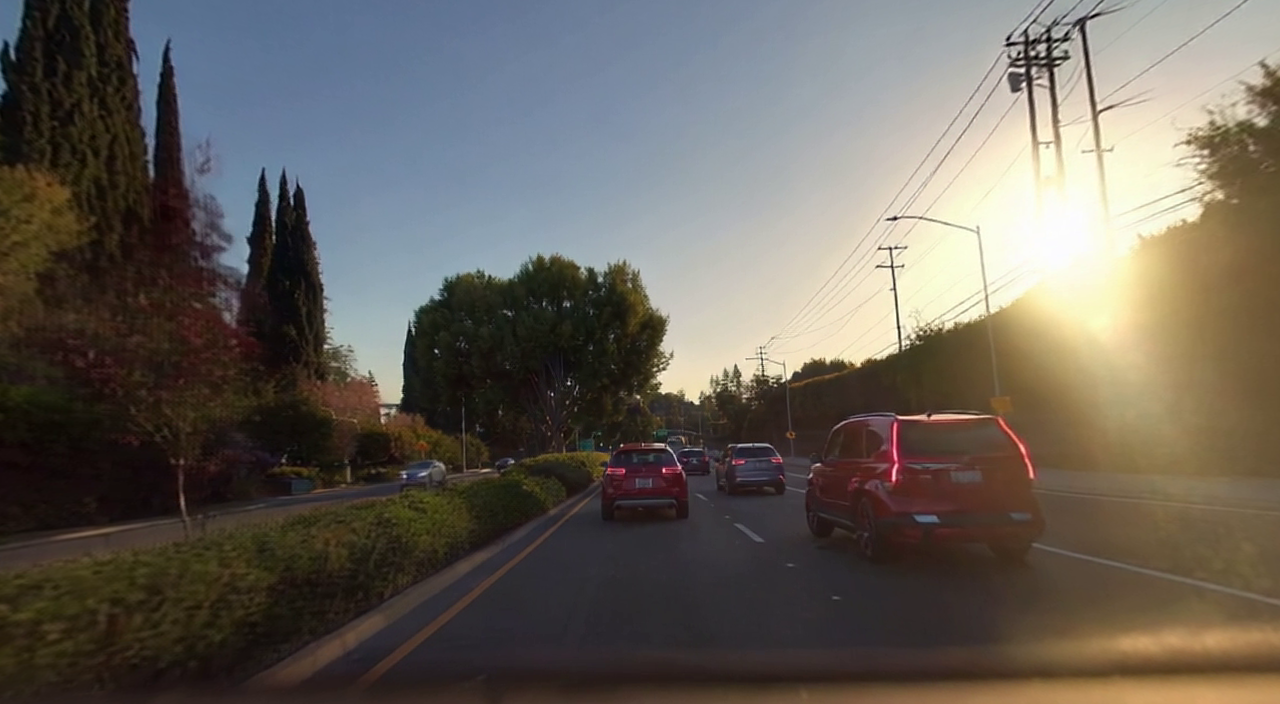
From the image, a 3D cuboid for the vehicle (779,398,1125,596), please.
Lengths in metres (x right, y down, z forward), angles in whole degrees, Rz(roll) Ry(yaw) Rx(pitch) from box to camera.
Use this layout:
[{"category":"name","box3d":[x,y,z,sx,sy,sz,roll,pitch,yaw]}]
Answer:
[{"category":"vehicle","box3d":[3.401,1.683,8.228,2.097,1.818,4.625,0,-8,0]}]

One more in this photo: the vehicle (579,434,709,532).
[{"category":"vehicle","box3d":[0.041,2.529,12.842,2.199,1.641,4.232,0,-8,-1]}]

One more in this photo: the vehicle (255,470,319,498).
[{"category":"vehicle","box3d":[-22.576,8.447,40.576,1.847,1.554,3.926,0,-8,0]}]

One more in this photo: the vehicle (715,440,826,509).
[{"category":"vehicle","box3d":[3.316,3.188,16.924,2.064,1.591,4.081,0,-8,0]}]

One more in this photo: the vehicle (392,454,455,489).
[{"category":"vehicle","box3d":[-13.013,7.185,38.364,2.107,1.931,5.015,0,-8,-1]}]
